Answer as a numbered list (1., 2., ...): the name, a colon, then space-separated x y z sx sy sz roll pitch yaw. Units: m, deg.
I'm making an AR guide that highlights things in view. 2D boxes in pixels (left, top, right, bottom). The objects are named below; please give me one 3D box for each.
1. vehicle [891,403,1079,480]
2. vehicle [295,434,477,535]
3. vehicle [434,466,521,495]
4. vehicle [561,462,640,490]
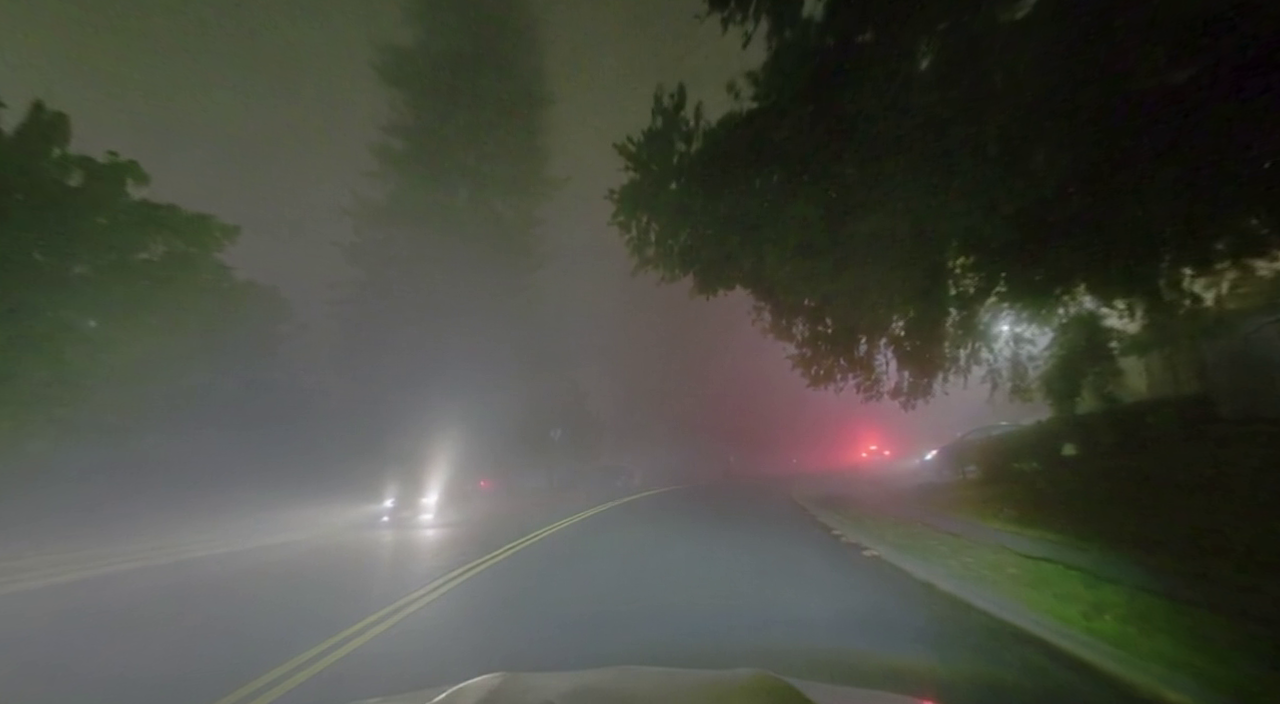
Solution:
1. vehicle: 11.071 2.966 20.624 4.740 1.638 2.018 -4 -24 2
2. vehicle: -5.633 3.239 14.758 1.963 1.539 4.210 -3 -22 8
3. vehicle: -8.779 6.969 34.416 4.175 1.492 1.845 0 -11 2
4. vehicle: -2.997 9.540 48.568 5.643 1.759 2.110 -2 -19 11
